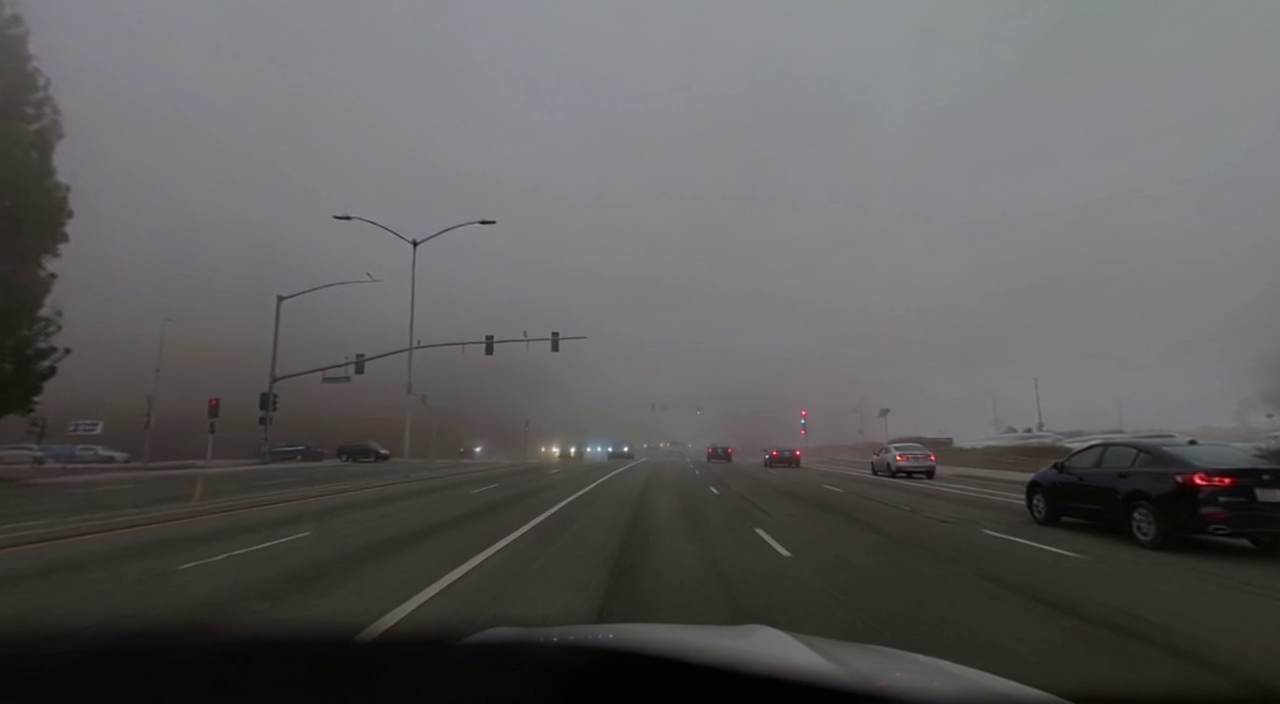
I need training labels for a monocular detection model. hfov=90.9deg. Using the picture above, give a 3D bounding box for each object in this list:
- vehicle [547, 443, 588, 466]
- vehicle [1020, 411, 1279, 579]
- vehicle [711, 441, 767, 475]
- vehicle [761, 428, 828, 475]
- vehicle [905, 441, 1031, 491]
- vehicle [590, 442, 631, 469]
[{"bbox_3d":[-4.978,7.084,43.848,2.004,1.529,4.319,-1,-8,4],"label":"vehicle"},{"bbox_3d":[7.385,1.677,8.301,2.051,1.620,4.702,-1,-8,4],"label":"vehicle"},{"bbox_3d":[4.947,5.362,32.244,2.292,1.563,4.734,0,-8,2],"label":"vehicle"},{"bbox_3d":[7.735,5.041,32.149,2.186,2.202,5.426,0,-8,2],"label":"vehicle"},{"bbox_3d":[11.205,3.894,21.987,1.963,1.513,4.600,0,-8,1],"label":"vehicle"},{"bbox_3d":[-1.729,6.192,38.046,1.958,1.542,4.175,-1,-8,5],"label":"vehicle"}]
